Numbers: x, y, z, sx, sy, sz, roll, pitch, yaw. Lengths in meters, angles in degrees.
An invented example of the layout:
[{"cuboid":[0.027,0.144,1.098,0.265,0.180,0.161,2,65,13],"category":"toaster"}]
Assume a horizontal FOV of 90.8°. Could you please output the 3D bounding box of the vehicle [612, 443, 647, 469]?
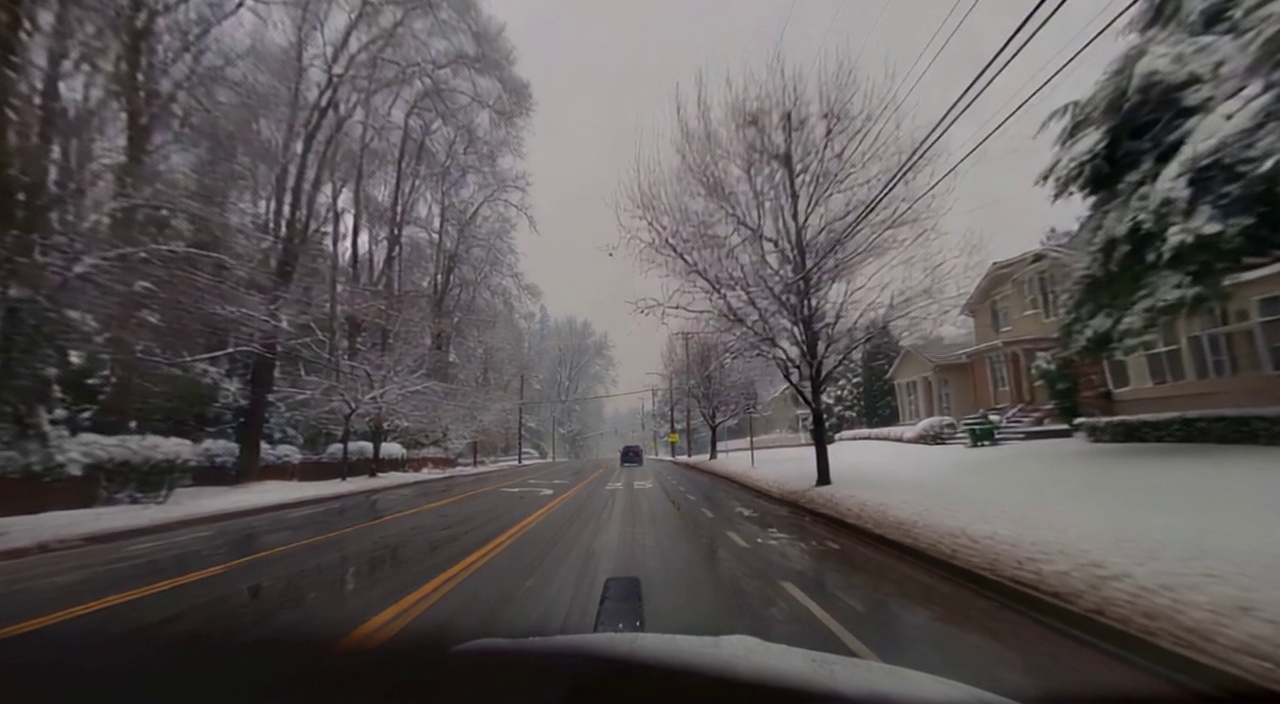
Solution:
[{"cuboid":[-0.669,6.599,40.195,2.104,1.500,3.815,0,-9,-1],"category":"vehicle"}]
